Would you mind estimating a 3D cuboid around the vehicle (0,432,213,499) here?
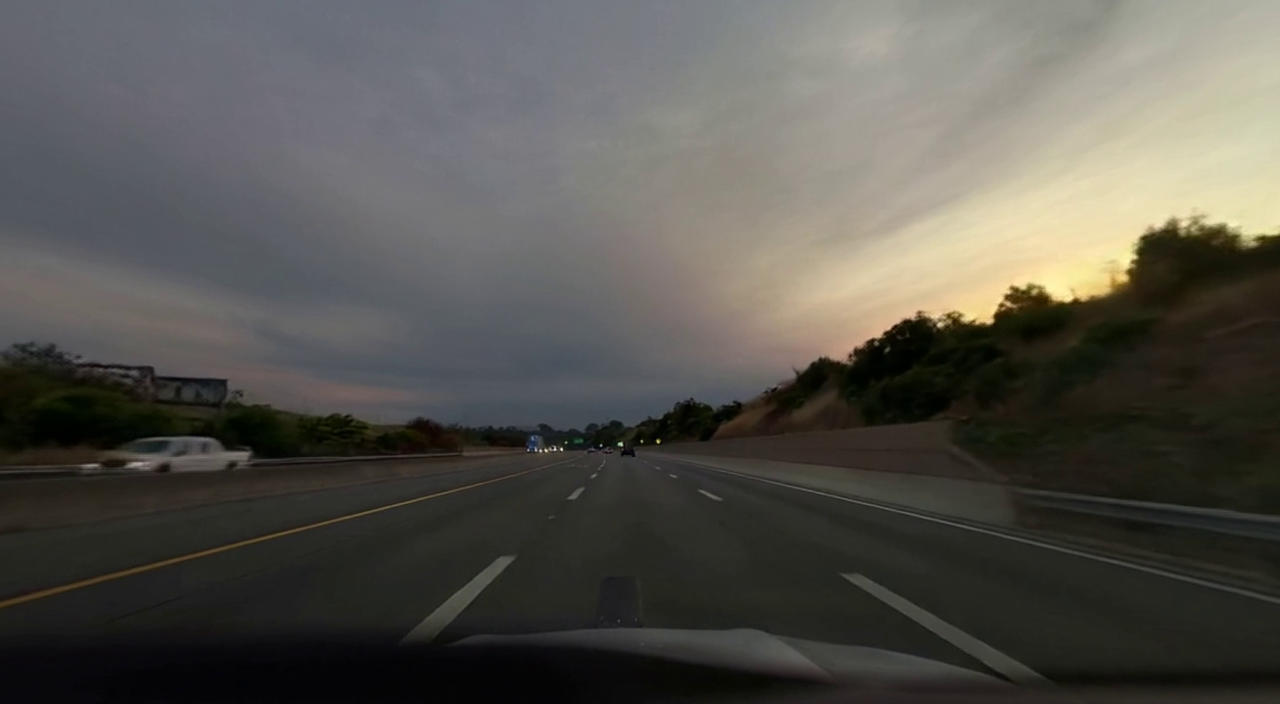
[{"bbox_3d":[-16.900,3.595,20.397,2.035,1.830,5.817,0,-9,-1],"label":"vehicle"}]
